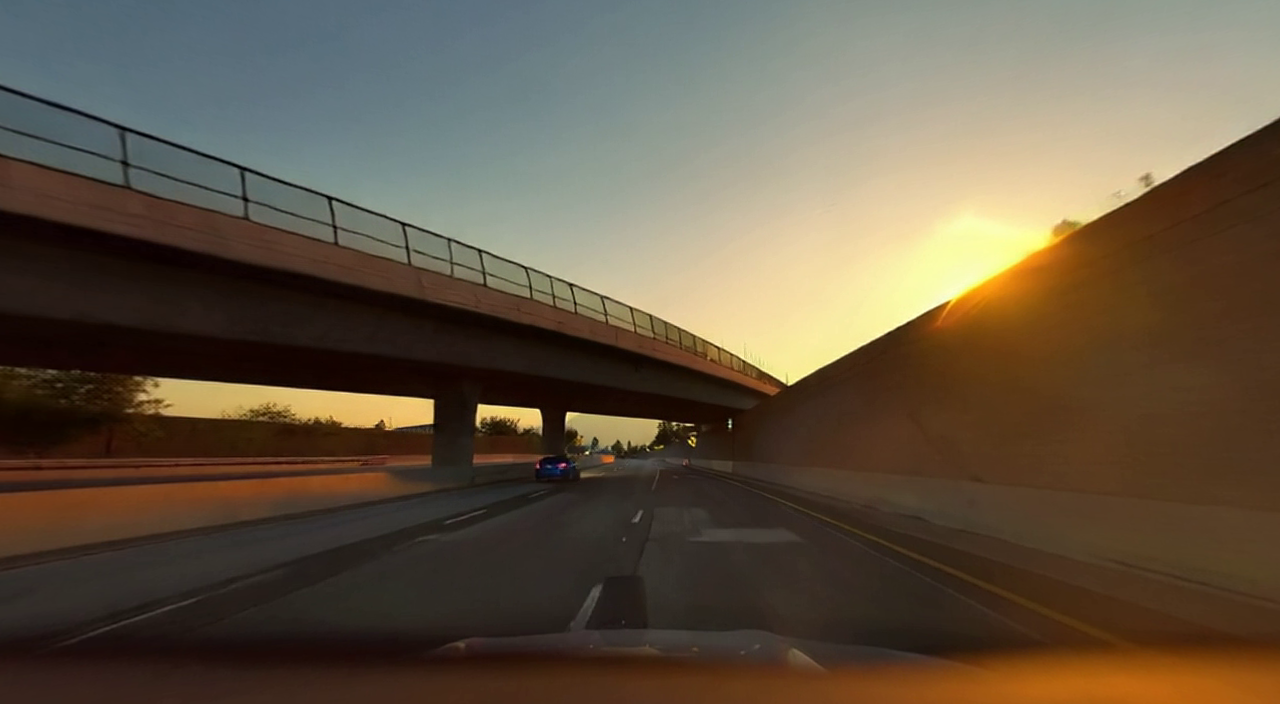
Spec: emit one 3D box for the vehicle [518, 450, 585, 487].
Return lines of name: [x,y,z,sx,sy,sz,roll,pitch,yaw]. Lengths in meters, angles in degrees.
vehicle: [-4.059,5.431,29.768,2.172,1.587,4.518,-1,-9,5]
